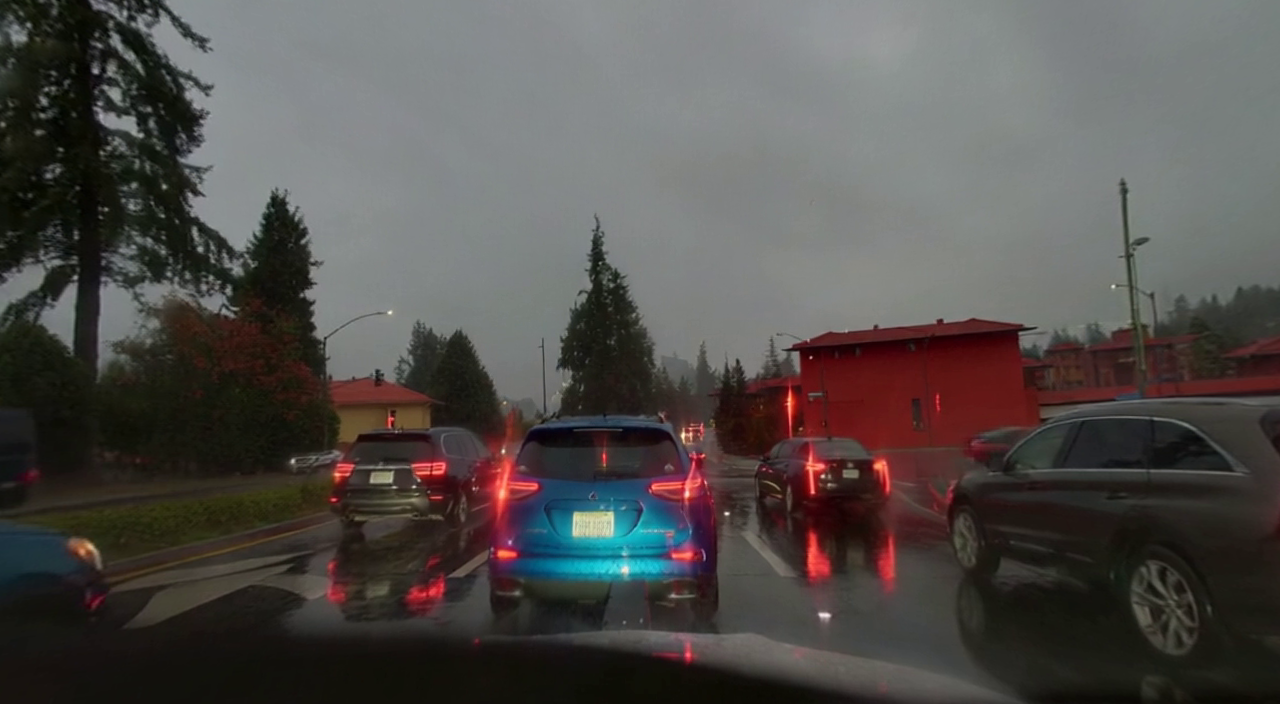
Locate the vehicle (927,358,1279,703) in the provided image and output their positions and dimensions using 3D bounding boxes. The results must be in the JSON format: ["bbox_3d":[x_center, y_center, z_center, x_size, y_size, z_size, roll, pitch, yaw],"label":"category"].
[{"bbox_3d":[4.152,1.194,4.852,2.014,1.740,4.515,-1,-8,4],"label":"vehicle"}]

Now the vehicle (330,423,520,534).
[{"bbox_3d":[-3.767,2.290,12.039,2.012,1.701,4.316,0,-8,1],"label":"vehicle"}]

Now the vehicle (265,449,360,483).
[{"bbox_3d":[-15.572,5.432,30.306,1.989,1.461,4.615,0,-8,2],"label":"vehicle"}]

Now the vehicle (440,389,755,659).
[{"bbox_3d":[-0.167,1.397,6.158,2.022,1.700,4.084,0,-8,3],"label":"vehicle"}]

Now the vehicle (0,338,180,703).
[{"bbox_3d":[-3.467,0.617,0.979,2.047,1.741,4.470,0,-8,1],"label":"vehicle"}]

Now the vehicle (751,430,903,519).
[{"bbox_3d":[3.637,2.440,13.053,1.847,1.554,3.885,0,-8,-2],"label":"vehicle"}]
